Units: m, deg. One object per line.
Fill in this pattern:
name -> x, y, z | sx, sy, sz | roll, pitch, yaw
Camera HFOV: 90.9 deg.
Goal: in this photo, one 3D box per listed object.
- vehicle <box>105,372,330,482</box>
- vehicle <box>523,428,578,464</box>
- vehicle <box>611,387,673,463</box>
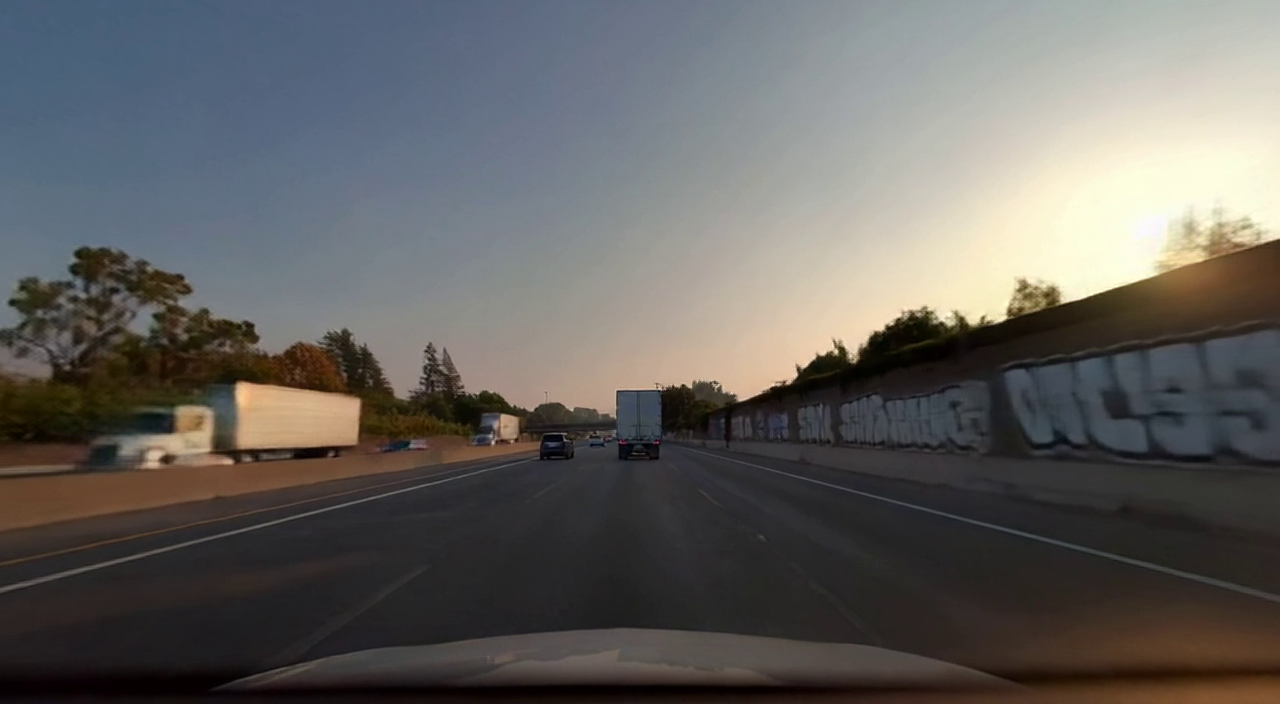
vehicle -> -17.512, 3.345, 27.512 | 2.880, 3.918, 10.150 | 0, -8, -1
vehicle -> -4.313, 4.611, 30.994 | 2.058, 1.645, 4.130 | 0, -8, 0
vehicle -> 0.034, 4.125, 34.862 | 2.927, 3.649, 9.443 | 0, -8, -1
